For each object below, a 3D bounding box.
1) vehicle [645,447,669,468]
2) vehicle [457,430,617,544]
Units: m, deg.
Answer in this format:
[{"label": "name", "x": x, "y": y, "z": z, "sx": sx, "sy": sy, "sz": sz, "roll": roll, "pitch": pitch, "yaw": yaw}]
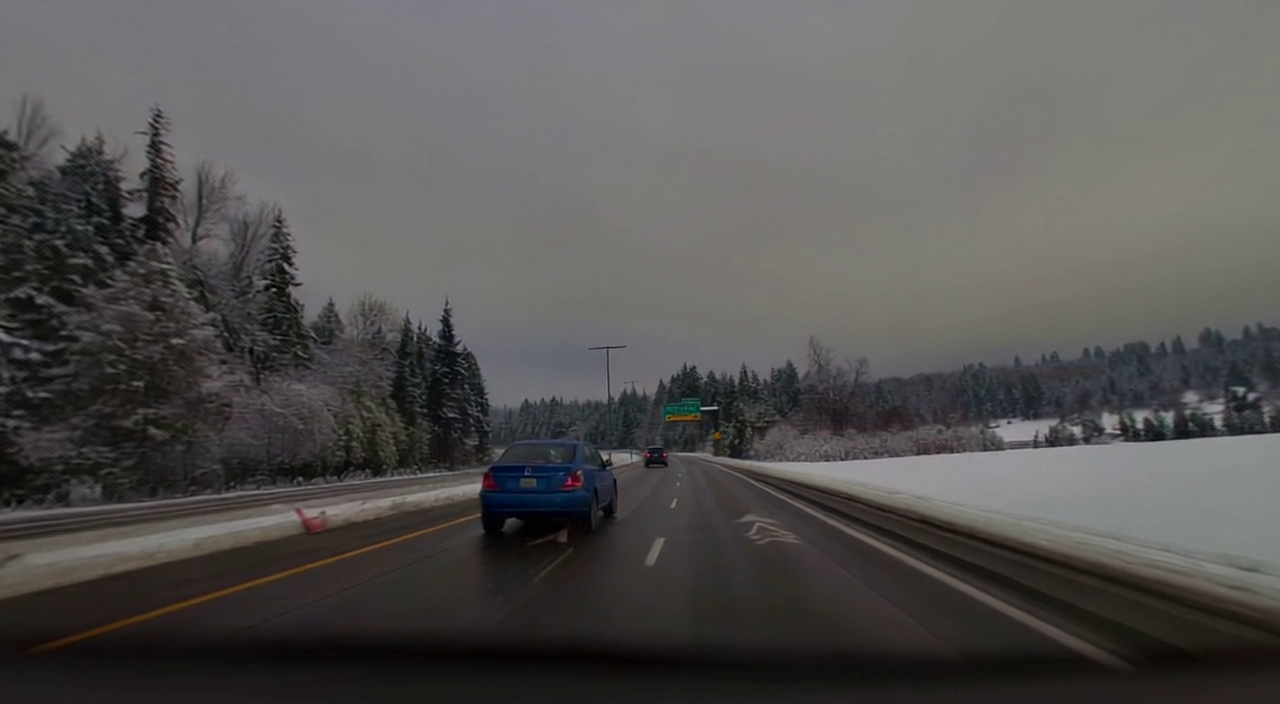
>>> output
[{"label": "vehicle", "x": 1.342, "y": 8.150, "z": 48.931, "sx": 1.675, "sy": 1.537, "sz": 3.574, "roll": -1, "pitch": -9, "yaw": 3}, {"label": "vehicle", "x": -1.506, "y": 2.152, "z": 10.574, "sx": 1.846, "sy": 1.566, "sz": 3.525, "roll": -1, "pitch": -9, "yaw": 4}]
